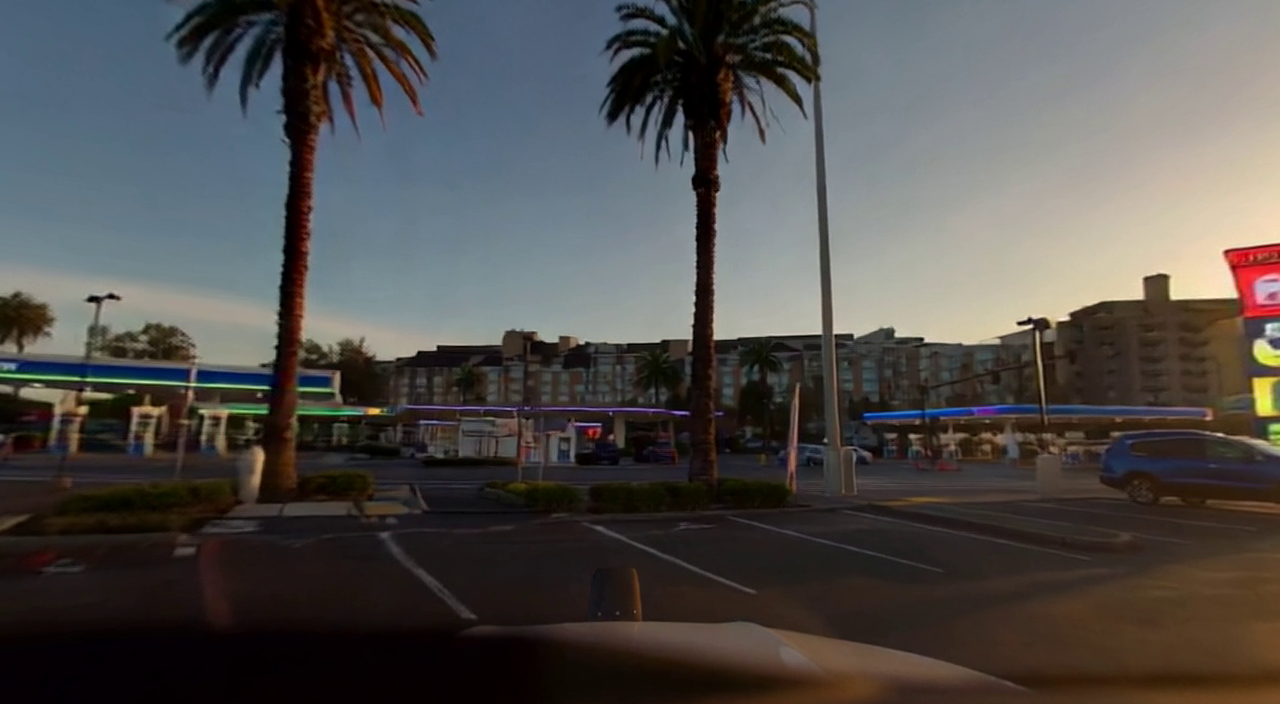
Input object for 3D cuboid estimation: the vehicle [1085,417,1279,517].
[{"bbox_3d":[12.553,2.382,13.384,2.028,1.850,4.731,3,-9,-16],"label":"vehicle"}]
